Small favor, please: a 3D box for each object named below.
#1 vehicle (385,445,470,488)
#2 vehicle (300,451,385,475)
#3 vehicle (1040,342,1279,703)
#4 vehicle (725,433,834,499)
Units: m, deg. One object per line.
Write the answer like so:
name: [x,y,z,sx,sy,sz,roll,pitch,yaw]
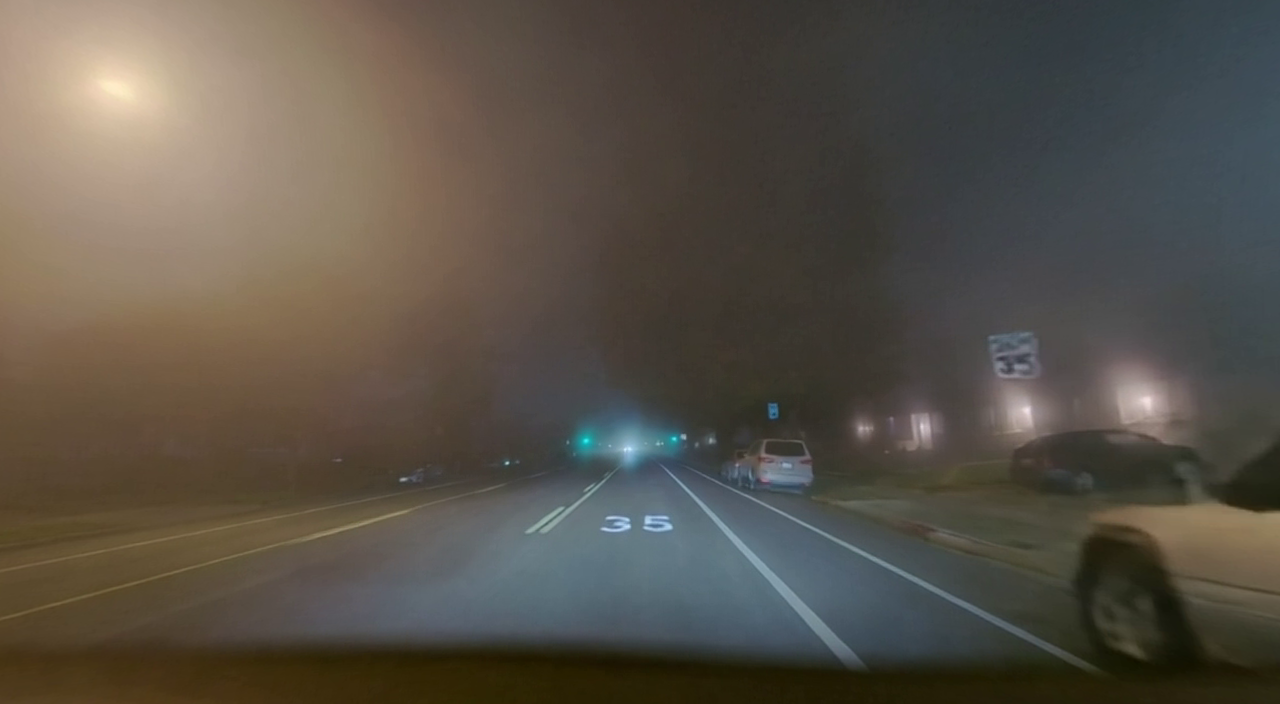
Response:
vehicle: [-10.650,5.739,32.276,2.338,1.871,5.795,-2,-8,0]
vehicle: [-19.181,7.144,40.848,4.530,1.477,1.843,0,-8,-1]
vehicle: [3.998,0.802,2.038,2.169,1.914,4.791,0,-8,-1]
vehicle: [4.160,3.496,19.825,2.254,1.812,4.817,0,-8,-1]
